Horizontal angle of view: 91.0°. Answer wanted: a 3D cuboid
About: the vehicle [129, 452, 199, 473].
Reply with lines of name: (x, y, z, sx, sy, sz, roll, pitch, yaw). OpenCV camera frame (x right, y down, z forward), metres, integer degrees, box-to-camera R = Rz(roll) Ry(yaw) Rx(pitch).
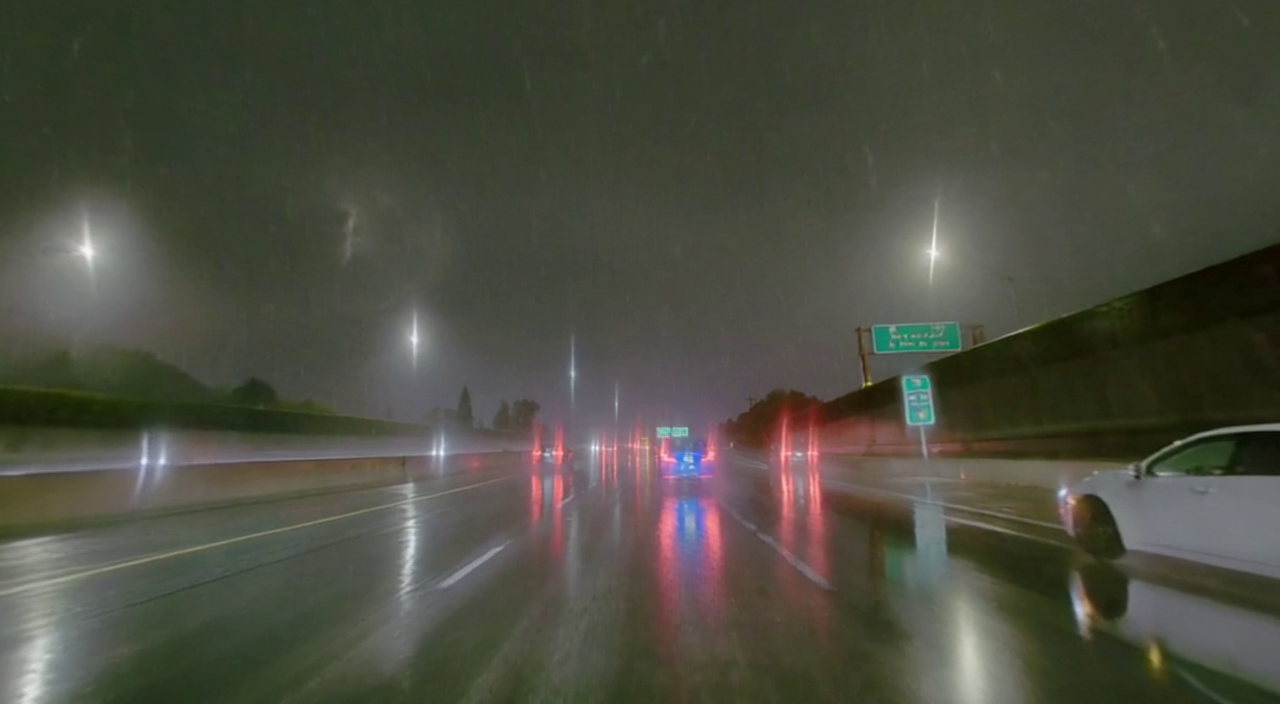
vehicle: (-37.248, 8.648, 49.436, 1.780, 1.529, 4.627, 0, -8, 1)

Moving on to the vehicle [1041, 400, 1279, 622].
vehicle: (5.843, 1.269, 5.228, 2.055, 1.656, 4.370, 0, -8, -1)

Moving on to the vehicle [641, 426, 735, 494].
vehicle: (1.243, 3.123, 18.467, 2.202, 1.748, 4.158, 1, -8, -3)

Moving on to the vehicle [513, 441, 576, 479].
vehicle: (-4.020, 4.629, 27.262, 2.031, 1.491, 4.145, 0, -8, 1)
